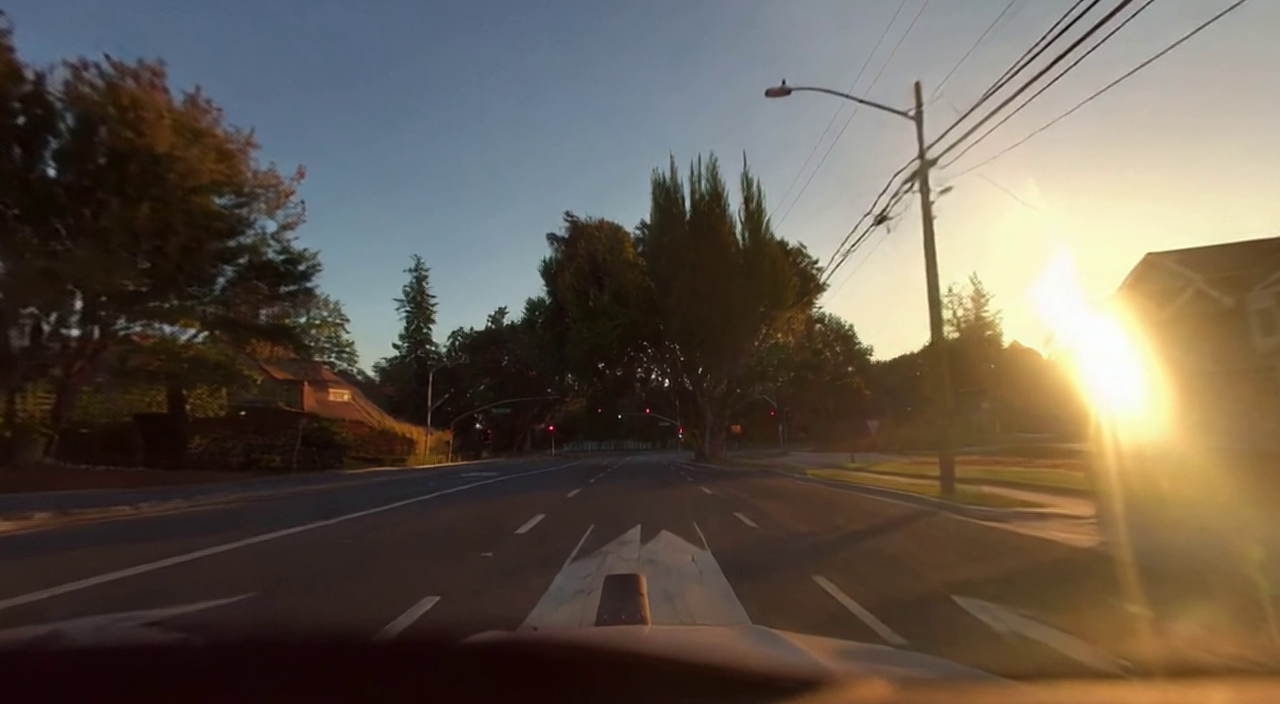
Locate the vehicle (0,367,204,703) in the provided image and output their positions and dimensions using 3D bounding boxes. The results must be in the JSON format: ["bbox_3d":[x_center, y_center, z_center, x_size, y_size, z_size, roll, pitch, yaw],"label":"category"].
[{"bbox_3d":[-3.354,0.614,0.699,2.139,1.564,4.901,0,-9,1],"label":"vehicle"}]
